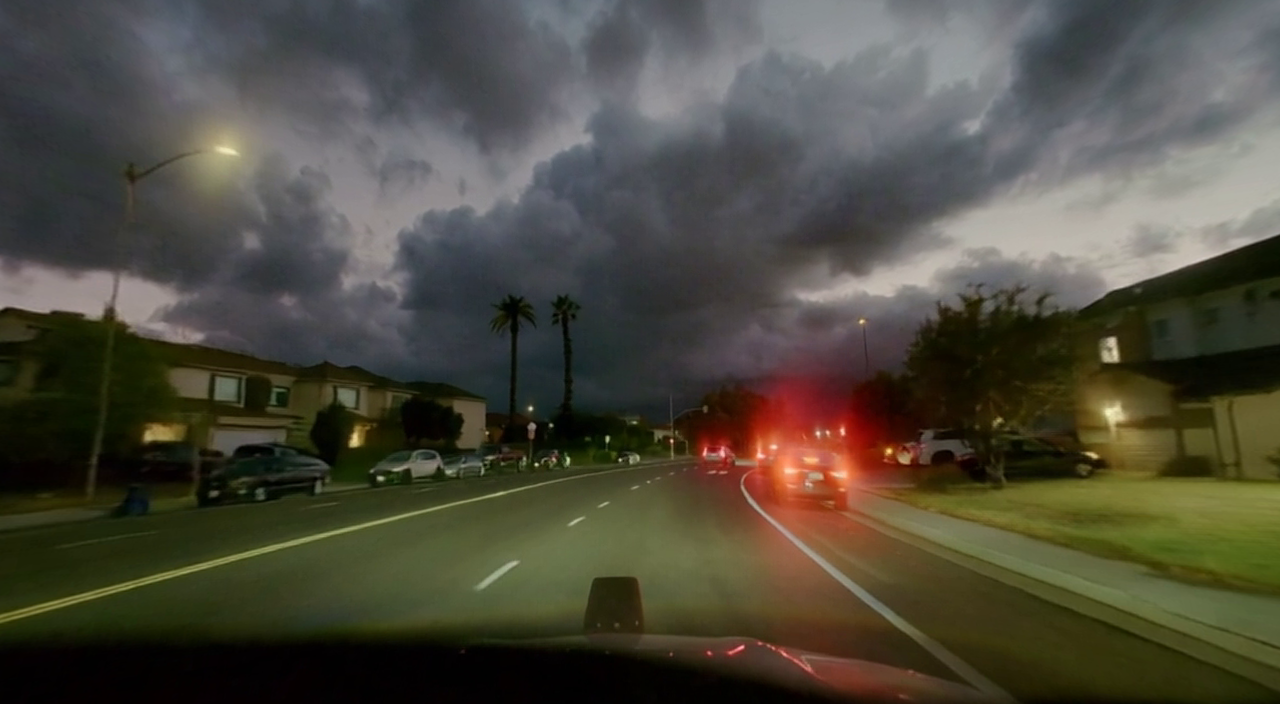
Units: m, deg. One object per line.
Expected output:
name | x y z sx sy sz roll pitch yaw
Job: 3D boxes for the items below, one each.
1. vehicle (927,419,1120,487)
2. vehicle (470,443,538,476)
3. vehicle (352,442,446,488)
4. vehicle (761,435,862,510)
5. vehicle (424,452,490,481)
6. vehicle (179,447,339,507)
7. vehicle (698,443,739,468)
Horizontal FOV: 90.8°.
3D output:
vehicle | 11.596 3.132 19.501 4.557 1.795 1.986 -4 -10 13
vehicle | -8.873 7.098 42.013 2.051 1.957 5.968 -1 -9 13
vehicle | -11.385 5.365 30.338 2.081 1.948 4.821 -1 -9 8
vehicle | 4.397 3.138 16.935 2.043 1.692 4.581 -1 -9 9
vehicle | -10.299 6.451 35.946 1.786 1.488 4.518 -3 -9 10
vehicle | -12.614 4.124 21.380 1.967 1.736 4.730 -1 -9 8
vehicle | 5.095 6.621 40.403 2.035 1.474 4.284 -2 -9 14
